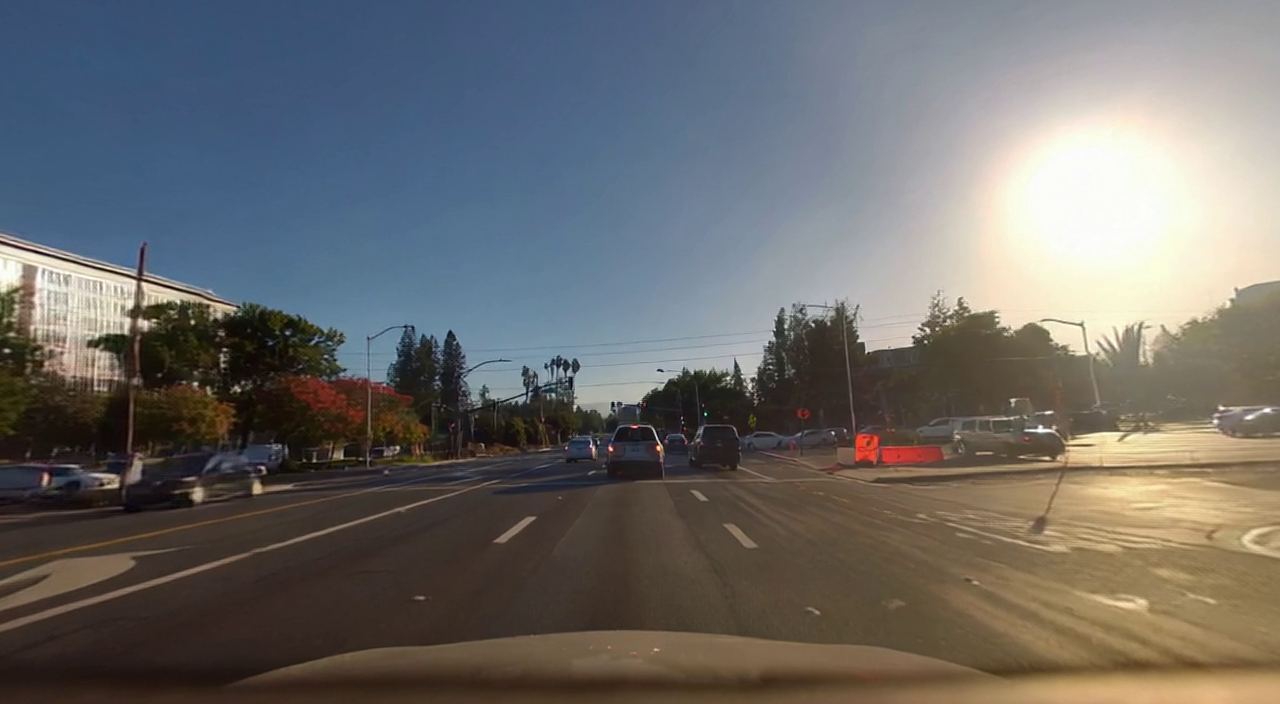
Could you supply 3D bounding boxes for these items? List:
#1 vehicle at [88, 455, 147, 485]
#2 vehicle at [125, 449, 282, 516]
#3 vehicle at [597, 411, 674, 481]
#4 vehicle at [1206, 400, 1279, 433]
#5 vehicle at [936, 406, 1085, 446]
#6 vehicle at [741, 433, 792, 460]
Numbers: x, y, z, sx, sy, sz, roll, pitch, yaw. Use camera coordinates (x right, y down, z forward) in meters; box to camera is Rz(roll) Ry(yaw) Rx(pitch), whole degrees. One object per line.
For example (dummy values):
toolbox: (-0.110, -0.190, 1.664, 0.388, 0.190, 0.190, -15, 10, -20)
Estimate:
vehicle: (-33.295, 7.447, 40.060, 4.692, 1.720, 1.941, -7, -11, 40)
vehicle: (-12.661, 3.741, 18.620, 1.887, 1.536, 4.088, -5, -8, -2)
vehicle: (-0.204, 3.315, 22.205, 2.350, 2.122, 5.801, 0, -8, -2)
vehicle: (30.988, 3.223, 31.196, 1.810, 1.448, 4.550, -1, -8, 4)
vehicle: (14.929, 3.068, 25.504, 4.986, 1.467, 2.025, -6, -10, 34)
vehicle: (7.636, 5.635, 37.775, 2.145, 1.503, 4.267, -4, -9, 23)
